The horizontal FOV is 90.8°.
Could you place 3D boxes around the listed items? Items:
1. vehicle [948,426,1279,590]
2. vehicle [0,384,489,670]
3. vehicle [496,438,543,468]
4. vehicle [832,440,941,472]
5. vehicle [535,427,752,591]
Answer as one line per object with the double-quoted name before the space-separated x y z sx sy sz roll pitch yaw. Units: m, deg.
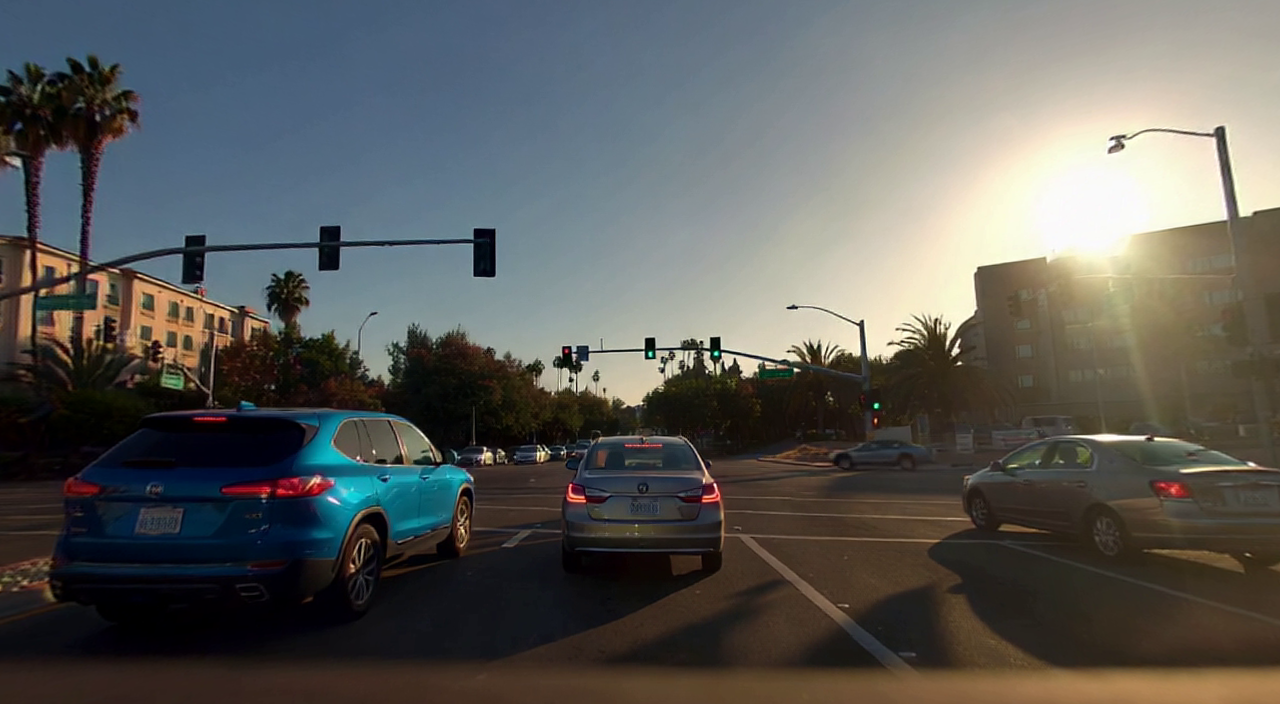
"vehicle" 6.088 1.761 8.087 1.970 1.489 4.482 0 -8 -1
"vehicle" -3.101 1.367 6.068 2.051 1.682 4.467 0 -8 2
"vehicle" -7.936 6.697 42.030 2.130 1.810 4.450 -2 -8 1
"vehicle" 12.510 5.305 32.278 4.705 1.560 1.887 0 -8 0
"vehicle" -0.001 1.706 7.717 1.942 1.445 3.973 0 -8 -1
